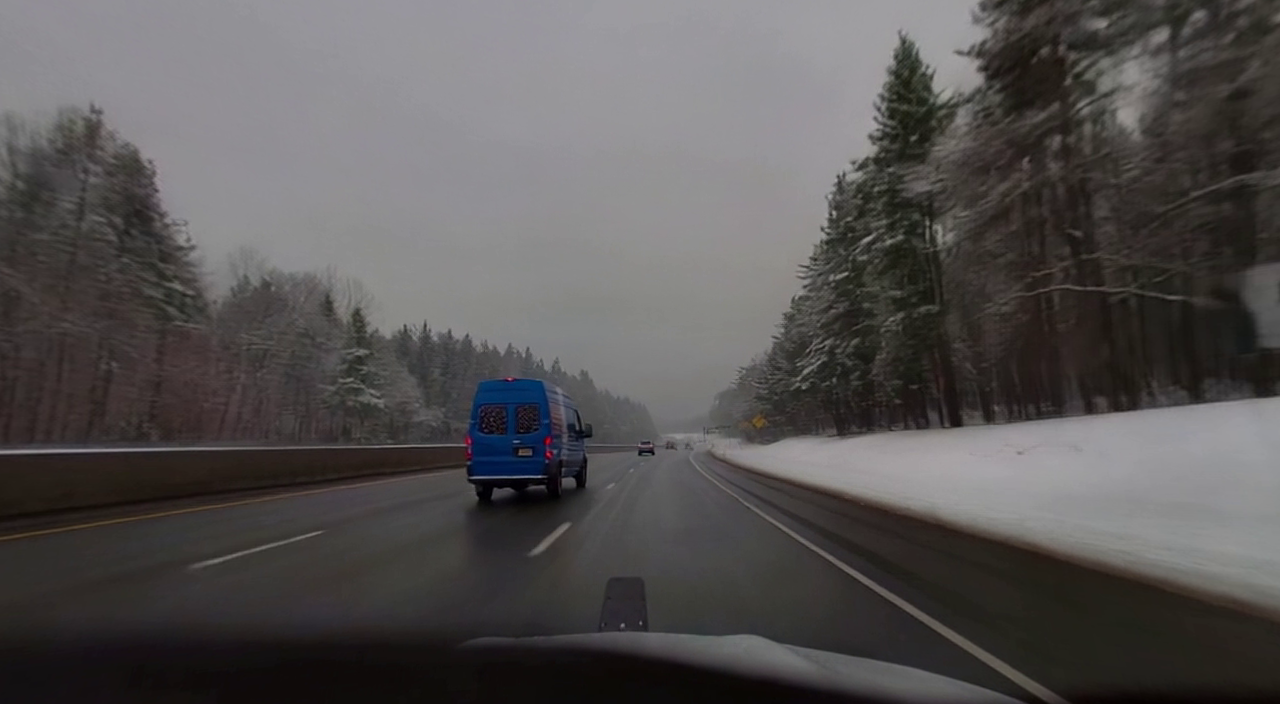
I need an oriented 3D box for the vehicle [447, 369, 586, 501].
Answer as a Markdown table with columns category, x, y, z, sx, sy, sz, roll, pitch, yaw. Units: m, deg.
| category | x | y | z | sx | sy | sz | roll | pitch | yaw |
| --- | --- | --- | --- | --- | --- | --- | --- | --- | --- |
| vehicle | -2.928 | 2.210 | 16.654 | 2.319 | 2.883 | 5.632 | 0 | -8 | 2 |
